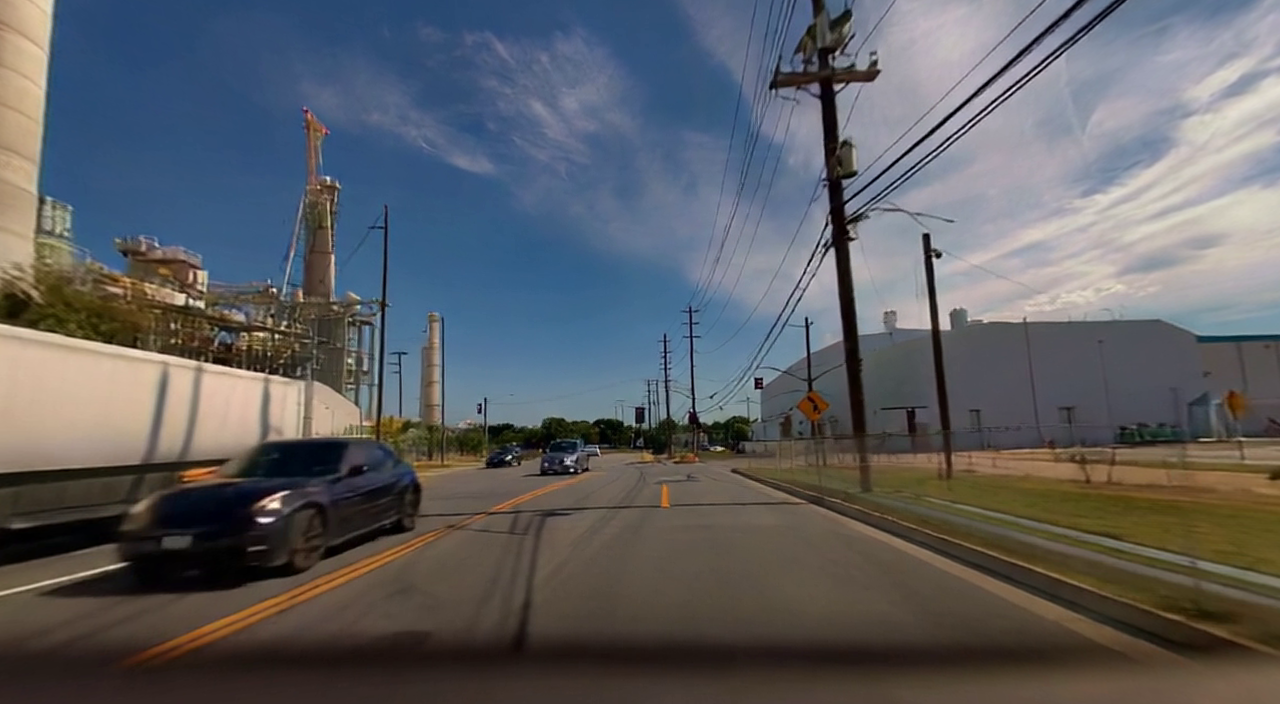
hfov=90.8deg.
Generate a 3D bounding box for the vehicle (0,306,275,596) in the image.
[{"bbox_3d":[-8.471,1.284,8.272,2.905,3.133,7.675,0,-8,-2],"label":"vehicle"}]

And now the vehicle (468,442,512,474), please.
[{"bbox_3d":[-9.082,6.418,38.525,2.169,1.826,4.755,1,-9,-9],"label":"vehicle"}]

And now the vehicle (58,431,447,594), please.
[{"bbox_3d":[-4.295,1.825,8.182,2.117,1.484,4.544,0,-8,1],"label":"vehicle"}]

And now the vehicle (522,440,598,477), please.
[{"bbox_3d":[-3.750,5.135,30.682,1.944,1.645,4.701,-2,-9,16],"label":"vehicle"}]

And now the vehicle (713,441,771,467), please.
[{"bbox_3d":[6.110,6.021,37.489,2.053,1.477,4.218,-4,-10,29],"label":"vehicle"}]
